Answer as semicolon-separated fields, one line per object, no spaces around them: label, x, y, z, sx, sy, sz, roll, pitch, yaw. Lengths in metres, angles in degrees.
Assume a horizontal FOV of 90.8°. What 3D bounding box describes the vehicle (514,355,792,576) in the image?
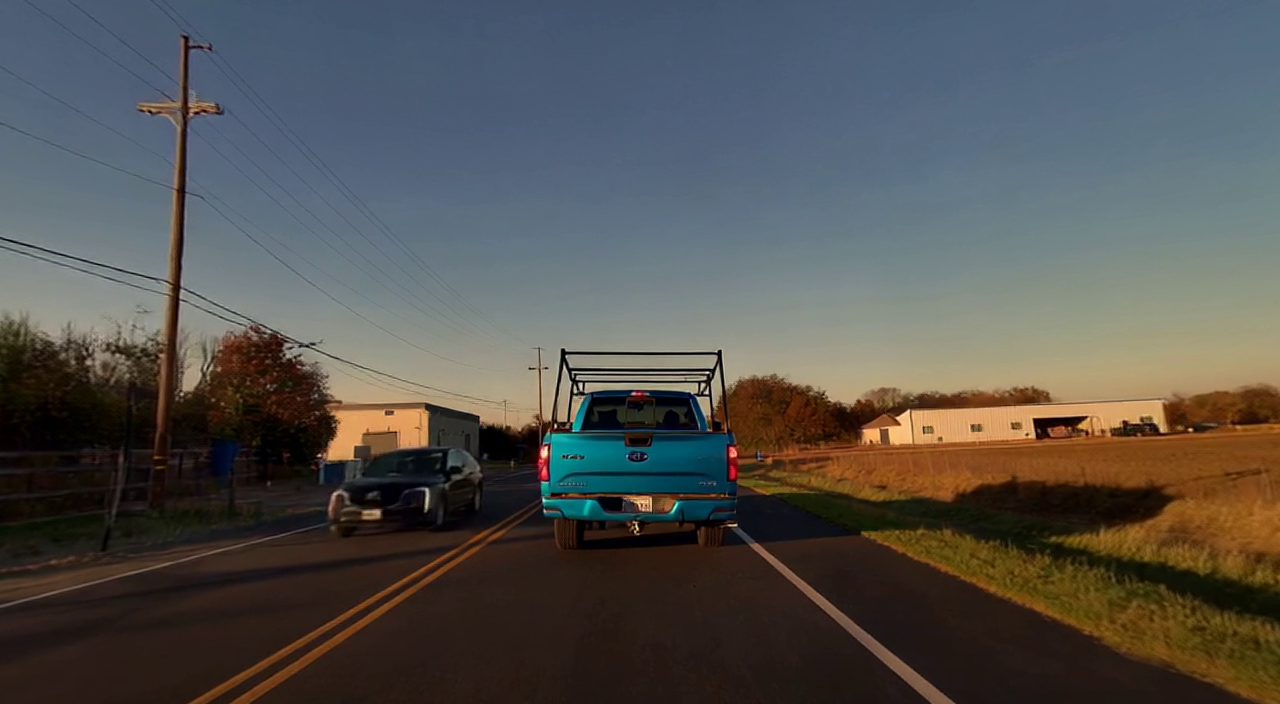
vehicle;0.041;1.724;10.386;2.912;2.320;7.292;0;-8;-2

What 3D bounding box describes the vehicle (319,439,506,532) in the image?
vehicle;-4.093;2.464;12.292;2.014;1.459;4.349;0;-8;0
